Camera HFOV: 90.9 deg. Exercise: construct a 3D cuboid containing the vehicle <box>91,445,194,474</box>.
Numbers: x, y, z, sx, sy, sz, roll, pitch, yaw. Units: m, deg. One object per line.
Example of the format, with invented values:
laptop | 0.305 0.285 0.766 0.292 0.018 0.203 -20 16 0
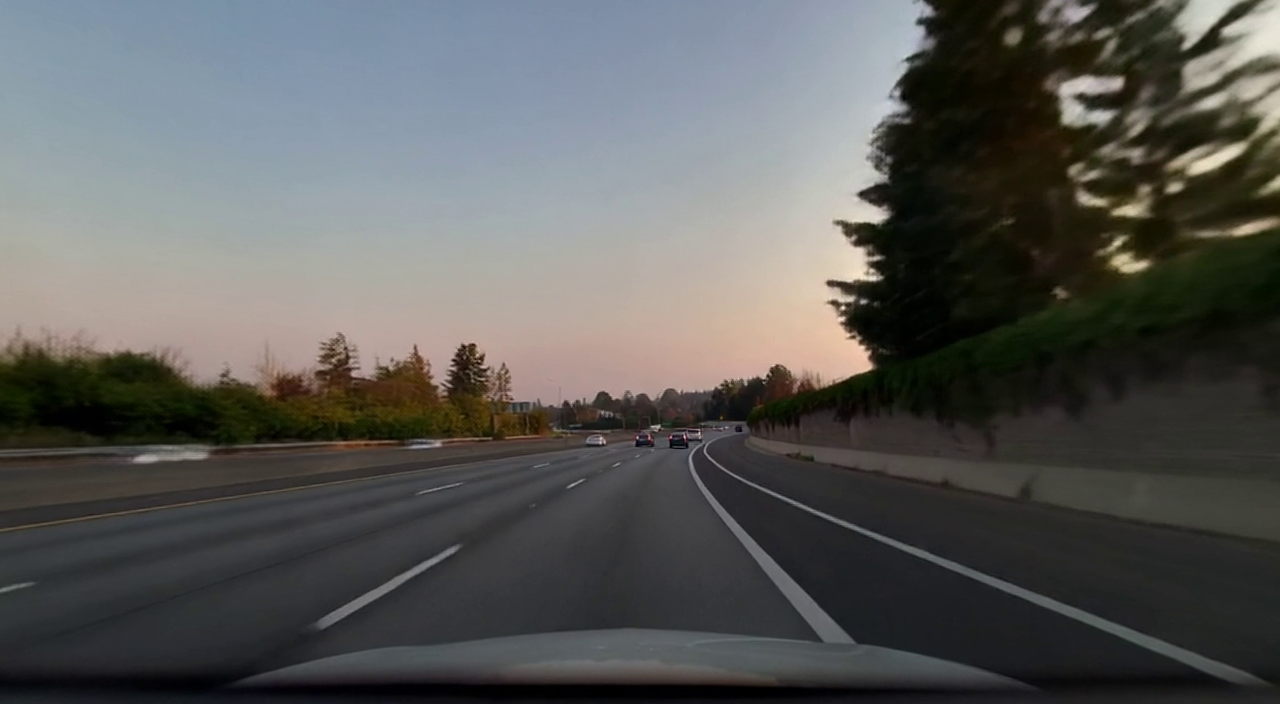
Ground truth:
vehicle | -28.209 6.079 35.996 1.819 1.484 4.739 -1 -8 4
